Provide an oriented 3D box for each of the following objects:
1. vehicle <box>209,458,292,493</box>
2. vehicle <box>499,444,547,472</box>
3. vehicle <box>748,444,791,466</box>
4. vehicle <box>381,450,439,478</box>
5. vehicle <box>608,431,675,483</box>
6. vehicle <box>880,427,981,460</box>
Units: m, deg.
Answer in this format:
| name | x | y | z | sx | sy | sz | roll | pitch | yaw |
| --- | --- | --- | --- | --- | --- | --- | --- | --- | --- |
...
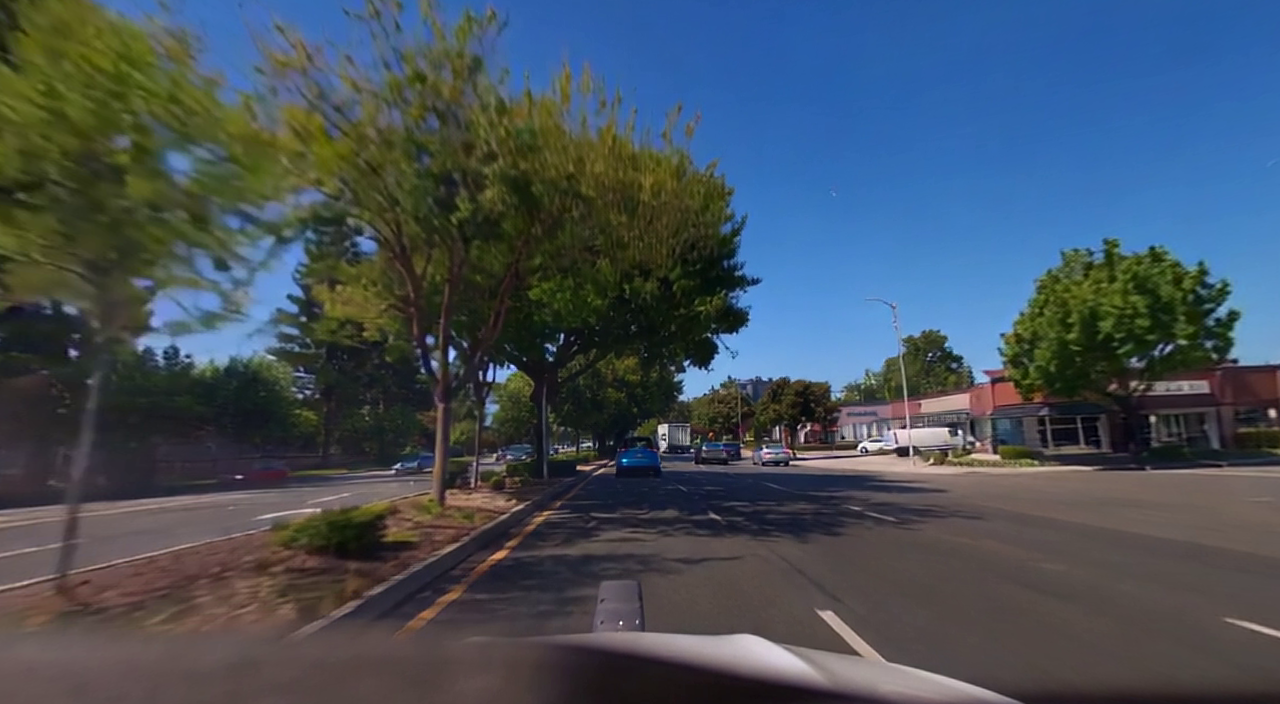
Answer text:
| name | x | y | z | sx | sy | sz | roll | pitch | yaw |
| --- | --- | --- | --- | --- | --- | --- | --- | --- | --- |
| vehicle | -19.999 | 6.335 | 32.648 | 1.811 | 1.555 | 3.815 | 0 | -8 | 0 |
| vehicle | -7.411 | 6.736 | 40.425 | 2.078 | 1.694 | 4.611 | 0 | -8 | 2 |
| vehicle | 9.090 | 7.284 | 44.786 | 2.045 | 1.484 | 4.342 | 0 | -8 | -1 |
| vehicle | -13.858 | 6.751 | 38.347 | 1.936 | 1.479 | 4.510 | 0 | -8 | -1 |
| vehicle | 0.015 | 3.883 | 23.624 | 2.266 | 1.762 | 4.131 | 0 | -8 | -1 |
| vehicle | 19.644 | 6.215 | 42.992 | 5.677 | 2.171 | 2.393 | 0 | -8 | 4 |
